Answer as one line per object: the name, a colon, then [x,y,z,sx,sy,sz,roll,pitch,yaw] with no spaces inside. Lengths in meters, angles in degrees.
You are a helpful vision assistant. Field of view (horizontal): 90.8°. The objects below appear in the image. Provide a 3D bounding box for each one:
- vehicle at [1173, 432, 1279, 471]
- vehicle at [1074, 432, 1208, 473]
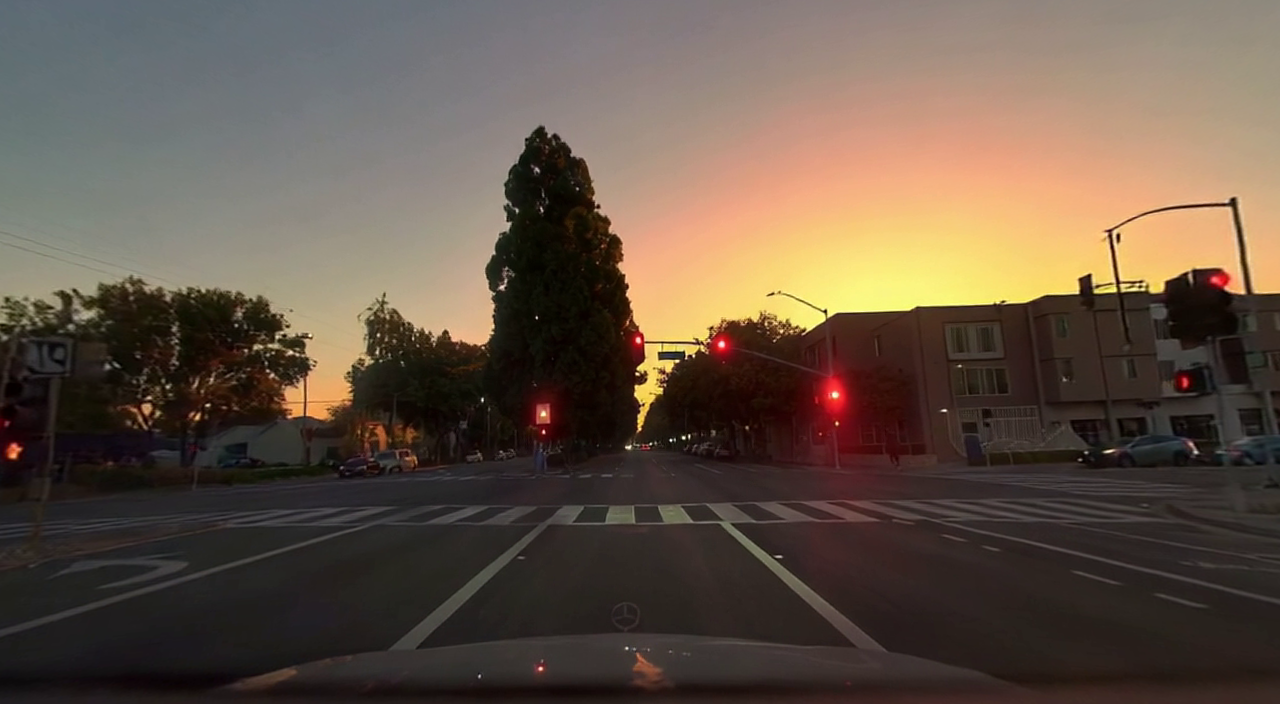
vehicle: [27.344,4.477,28.468,4.910,1.644,2.032,0,-9,-5]
vehicle: [22.104,4.443,27.987,4.323,1.746,1.872,0,-9,-3]
